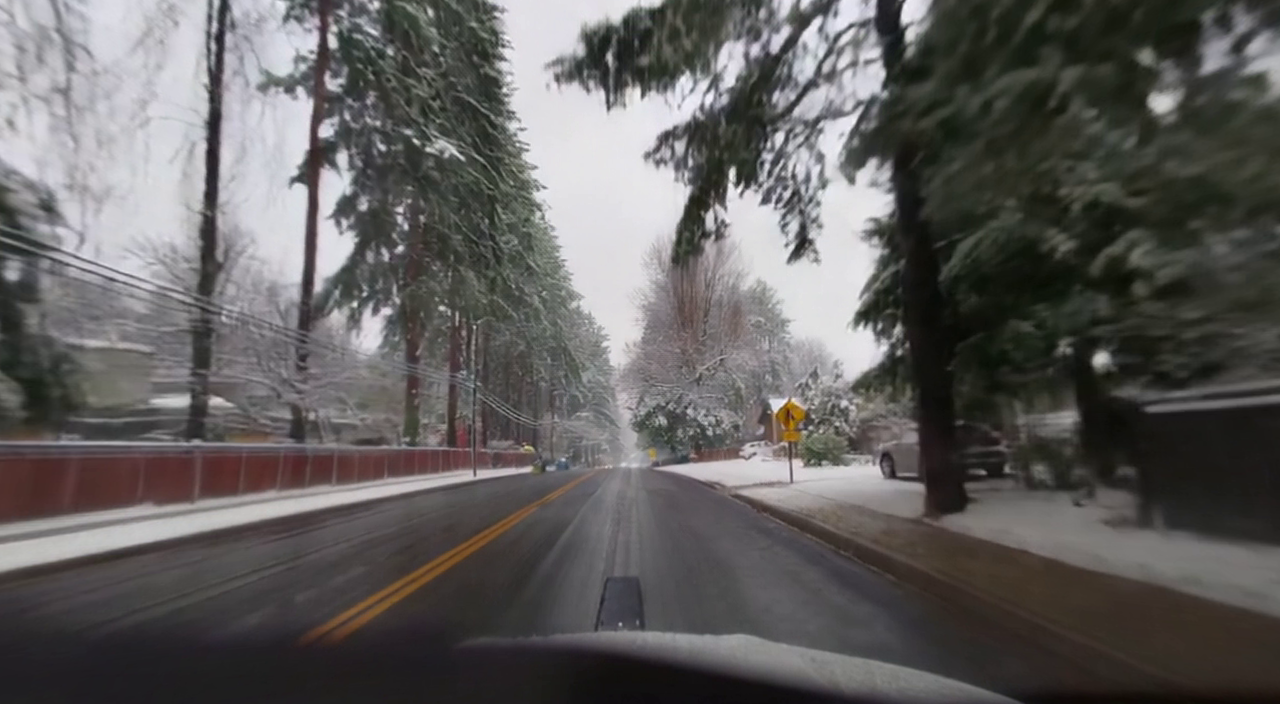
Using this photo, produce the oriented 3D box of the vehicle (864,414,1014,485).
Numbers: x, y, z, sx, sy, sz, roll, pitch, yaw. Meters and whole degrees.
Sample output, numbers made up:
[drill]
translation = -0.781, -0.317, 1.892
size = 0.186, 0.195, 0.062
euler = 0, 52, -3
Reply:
[vehicle]
translation = 9.771, 3.282, 21.435
size = 2.335, 2.028, 6.172
euler = 0, -9, 3
